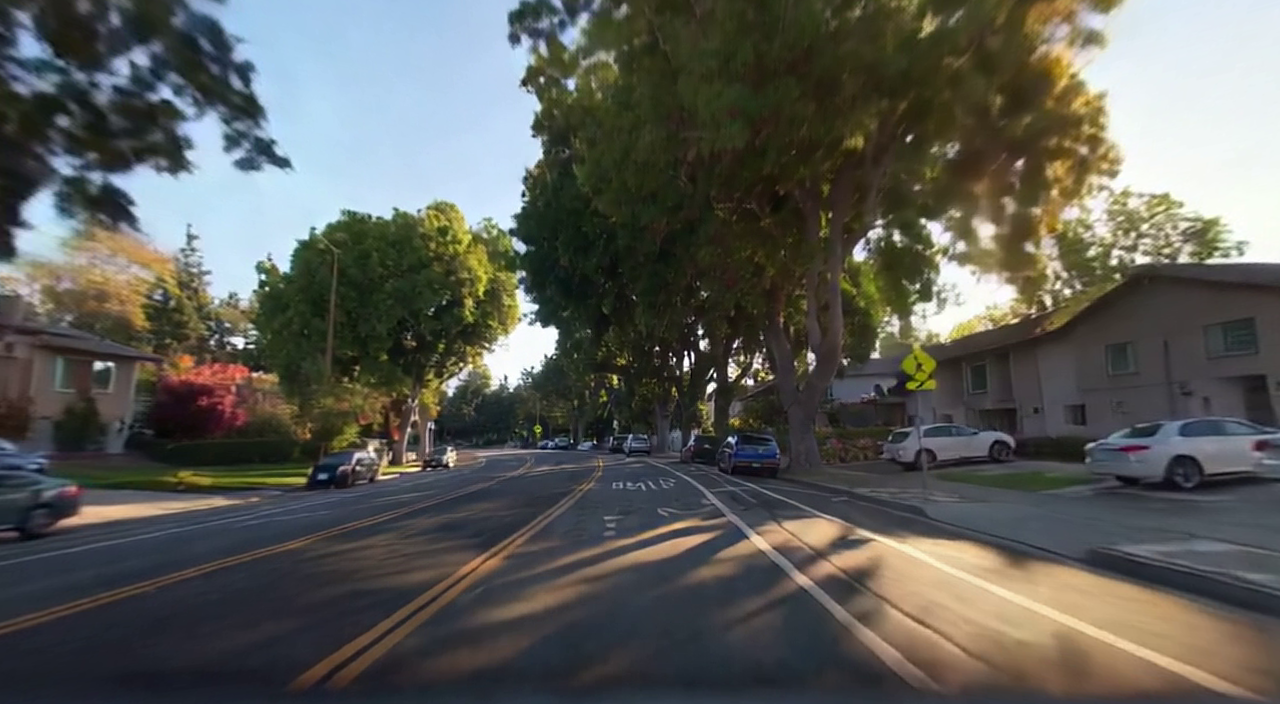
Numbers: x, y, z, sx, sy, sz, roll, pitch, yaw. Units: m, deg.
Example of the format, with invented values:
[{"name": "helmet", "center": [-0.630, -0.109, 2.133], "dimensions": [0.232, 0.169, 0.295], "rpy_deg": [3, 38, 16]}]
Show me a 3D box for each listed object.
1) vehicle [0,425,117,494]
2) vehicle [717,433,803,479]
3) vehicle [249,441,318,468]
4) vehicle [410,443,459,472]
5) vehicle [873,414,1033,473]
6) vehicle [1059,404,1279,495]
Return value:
[{"name": "vehicle", "center": [-18.988, 3.056, 18.581], "dimensions": [5.098, 1.795, 1.979], "rpy_deg": [4, -11, 0]}, {"name": "vehicle", "center": [4.980, 4.390, 27.169], "dimensions": [1.954, 1.732, 6.409], "rpy_deg": [2, -8, -5]}, {"name": "vehicle", "center": [-20.785, 5.967, 36.918], "dimensions": [1.942, 1.464, 4.537], "rpy_deg": [1, -9, -8]}, {"name": "vehicle", "center": [-13.097, 6.734, 40.375], "dimensions": [2.292, 1.499, 4.661], "rpy_deg": [-4, -8, -11]}, {"name": "vehicle", "center": [11.757, 3.466, 23.906], "dimensions": [4.882, 1.766, 2.040], "rpy_deg": [-4, -9, -4]}, {"name": "vehicle", "center": [12.661, 2.193, 14.640], "dimensions": [4.357, 1.792, 2.244], "rpy_deg": [-1, -7, -10]}]
